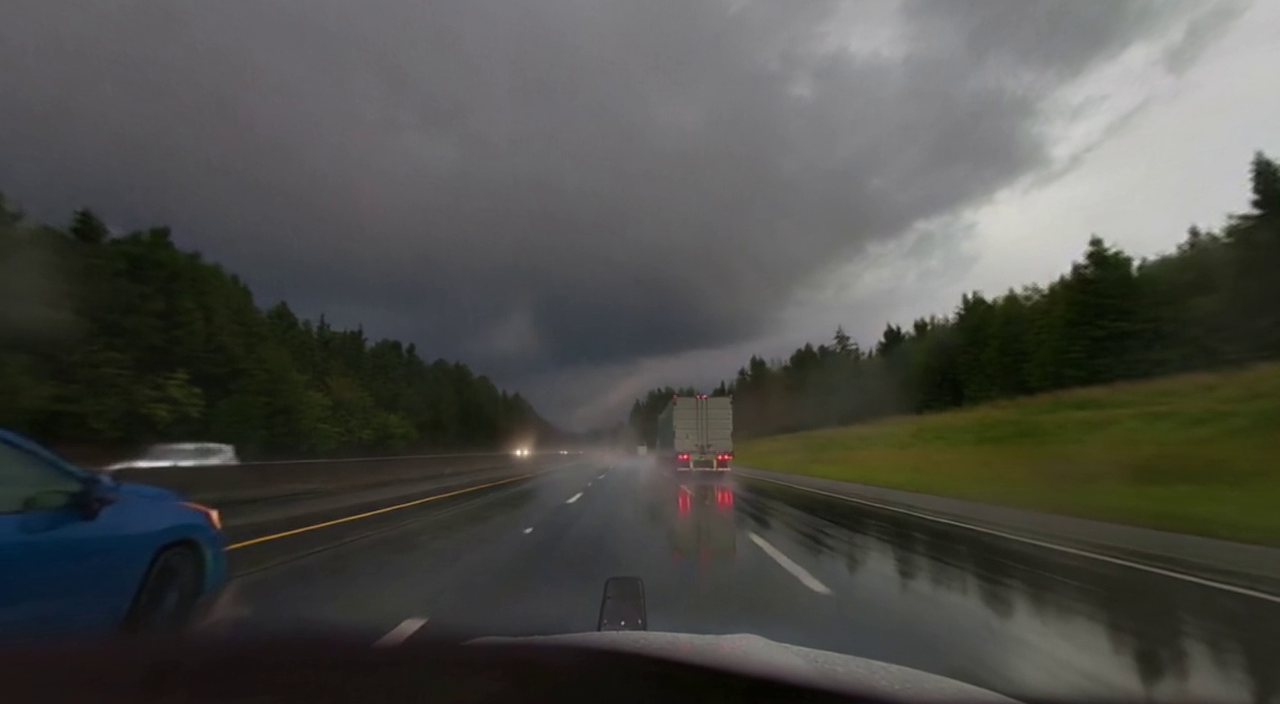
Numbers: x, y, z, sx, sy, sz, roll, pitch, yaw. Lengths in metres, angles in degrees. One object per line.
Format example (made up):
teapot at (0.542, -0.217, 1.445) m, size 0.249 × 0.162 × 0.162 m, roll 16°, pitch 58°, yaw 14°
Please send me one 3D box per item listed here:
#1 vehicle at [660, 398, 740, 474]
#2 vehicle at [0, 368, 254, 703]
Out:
vehicle at (3.630, 6.114, 44.358) m, size 3.532 × 4.201 × 17.611 m, roll 0°, pitch -9°, yaw -1°
vehicle at (-4.065, 0.881, 2.671) m, size 2.115 × 1.670 × 4.261 m, roll 0°, pitch -9°, yaw 0°
